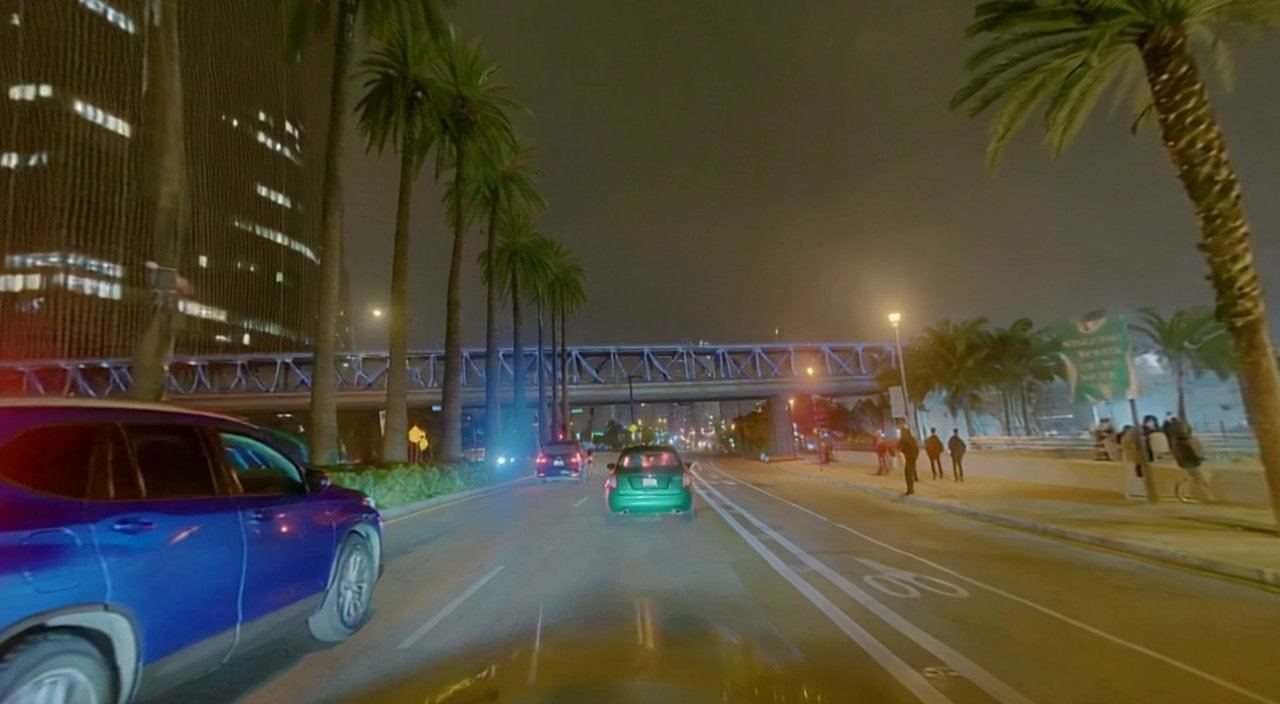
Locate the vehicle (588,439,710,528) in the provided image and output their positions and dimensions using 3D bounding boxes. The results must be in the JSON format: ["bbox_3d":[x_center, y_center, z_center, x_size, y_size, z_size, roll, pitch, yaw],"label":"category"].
[{"bbox_3d":[0.164,2.508,12.681,2.036,1.461,4.129,0,-8,0],"label":"vehicle"}]

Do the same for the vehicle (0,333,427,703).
[{"bbox_3d":[-3.166,1.074,3.928,2.014,1.740,4.359,0,-8,2],"label":"vehicle"}]

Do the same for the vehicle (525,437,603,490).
[{"bbox_3d":[-2.531,3.861,22.190,1.955,1.637,4.032,-1,-9,4],"label":"vehicle"}]
